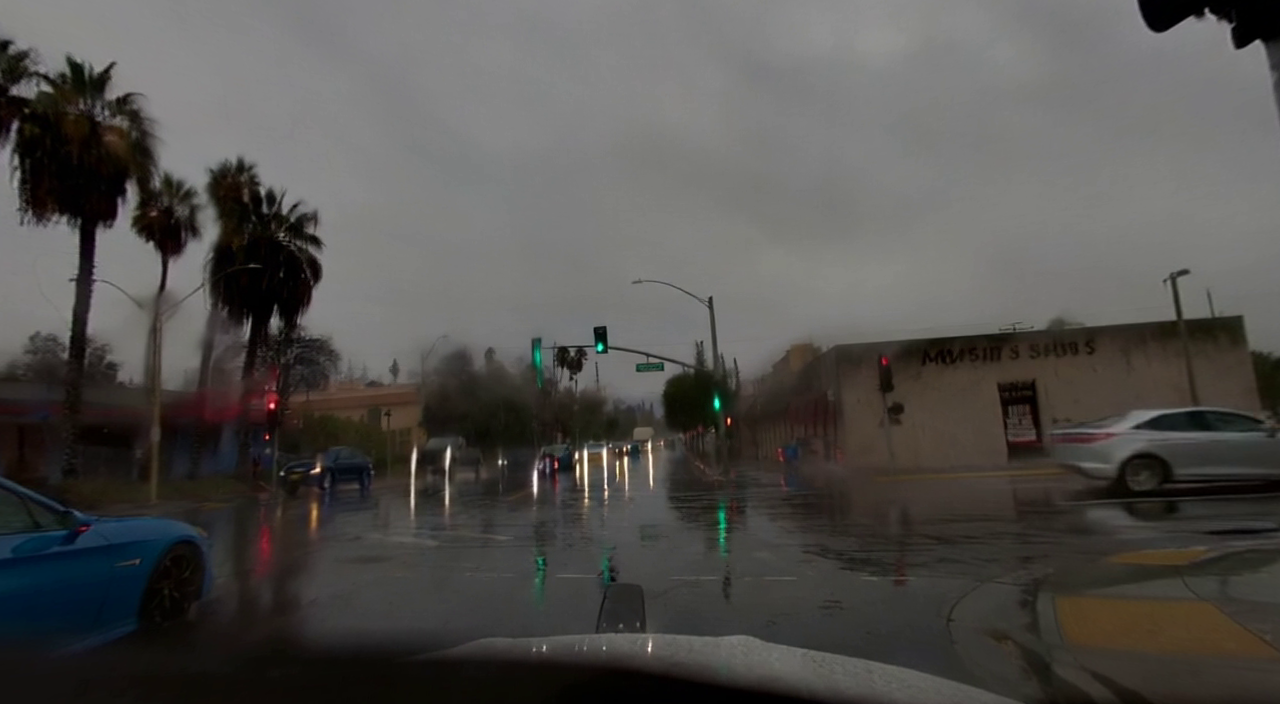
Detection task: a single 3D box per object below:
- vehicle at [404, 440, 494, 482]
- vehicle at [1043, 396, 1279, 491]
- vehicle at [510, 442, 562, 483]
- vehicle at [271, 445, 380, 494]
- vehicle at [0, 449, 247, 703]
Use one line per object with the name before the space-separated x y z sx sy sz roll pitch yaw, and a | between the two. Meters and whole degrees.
vehicle | -8.996 5.291 30.376 2.050 1.792 5.507 -1 -11 7
vehicle | 11.239 1.842 12.718 4.775 1.709 2.092 -3 -9 18
vehicle | -4.204 4.325 25.099 1.839 1.468 4.549 2 -9 -11
vehicle | -13.002 4.876 26.477 1.870 1.705 4.426 -6 -10 8
vehicle | -3.701 1.023 2.249 1.850 1.325 4.295 0 -9 0
